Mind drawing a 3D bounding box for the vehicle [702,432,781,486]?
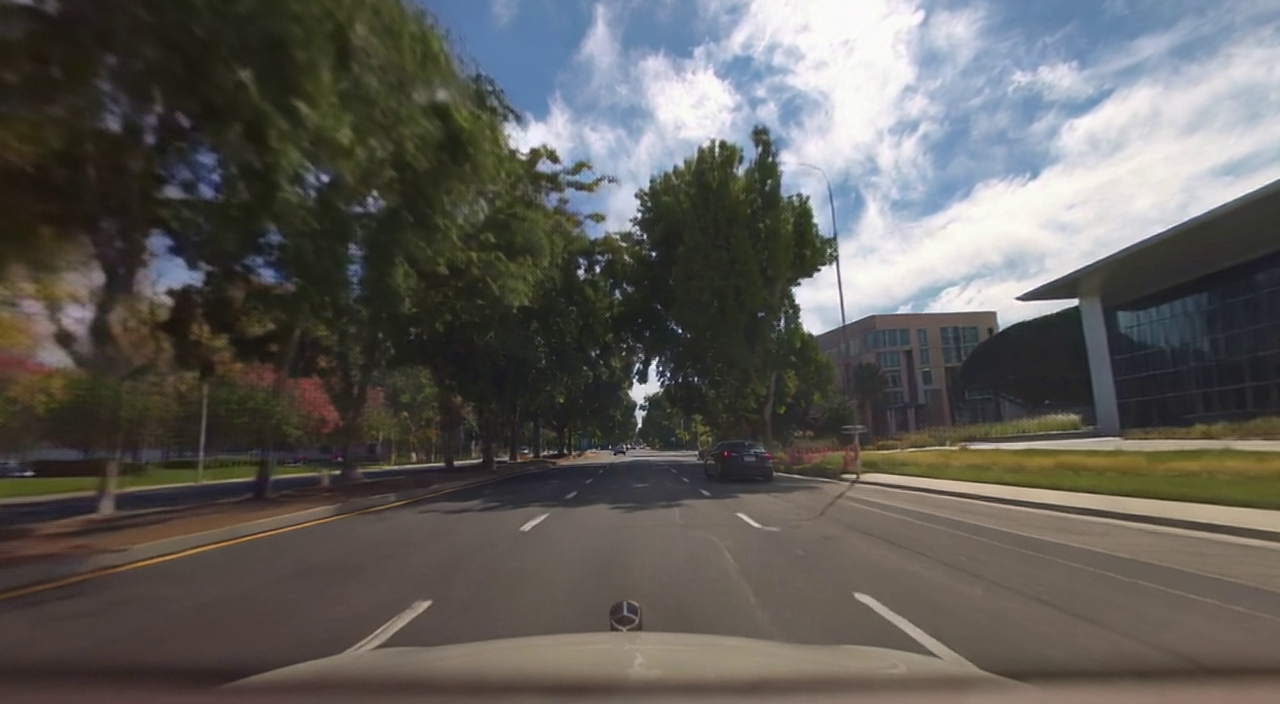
[{"bbox_3d":[3.529,3.820,22.851,2.083,1.743,4.354,0,-8,-1],"label":"vehicle"}]
